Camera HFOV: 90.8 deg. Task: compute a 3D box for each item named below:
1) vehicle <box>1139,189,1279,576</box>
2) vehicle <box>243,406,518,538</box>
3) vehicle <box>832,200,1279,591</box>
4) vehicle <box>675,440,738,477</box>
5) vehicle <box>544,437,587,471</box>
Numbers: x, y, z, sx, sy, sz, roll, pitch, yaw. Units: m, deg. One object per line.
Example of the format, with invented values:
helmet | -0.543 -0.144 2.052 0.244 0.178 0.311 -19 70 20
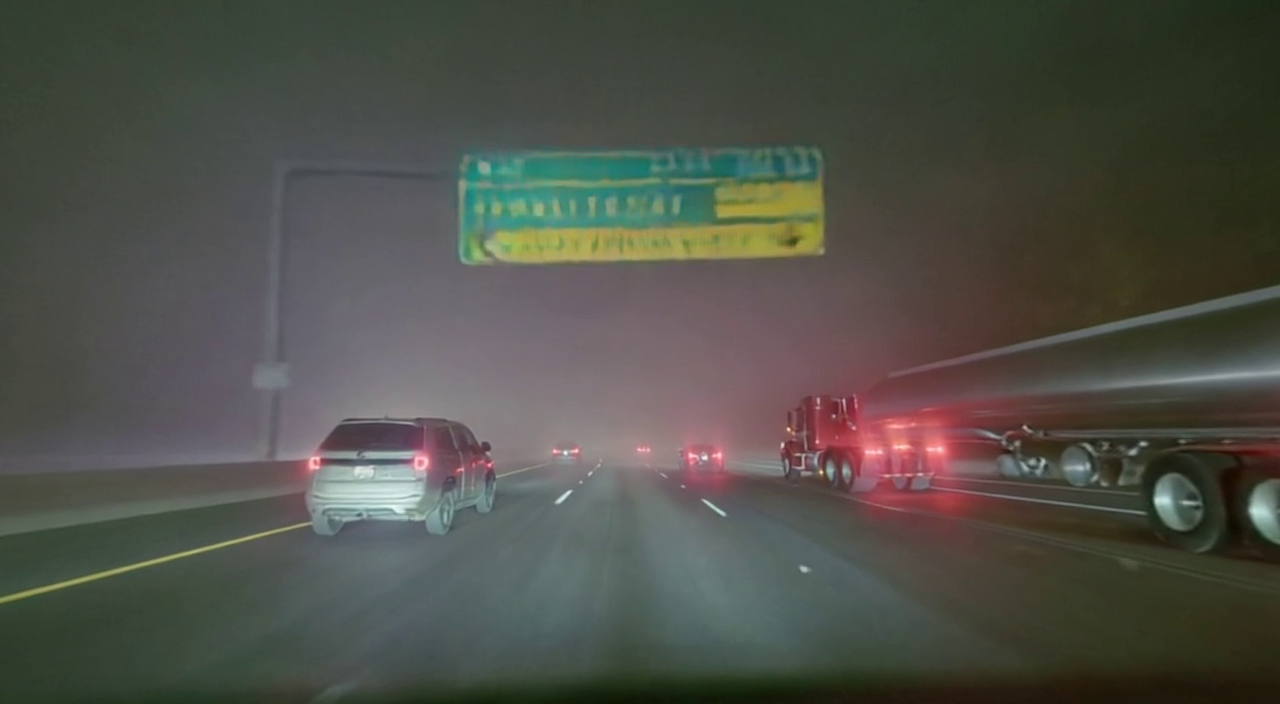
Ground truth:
vehicle | 7.693 -0.263 2.196 3.554 3.573 10.307 0 -8 1
vehicle | -4.219 2.119 11.839 2.684 1.839 5.803 0 -8 0
vehicle | 7.534 1.217 12.094 3.548 3.827 11.870 0 -8 -2
vehicle | 2.828 4.654 27.859 2.053 1.510 4.400 0 -8 -3
vehicle | -4.329 5.998 37.375 2.149 1.843 4.348 0 -8 -2
